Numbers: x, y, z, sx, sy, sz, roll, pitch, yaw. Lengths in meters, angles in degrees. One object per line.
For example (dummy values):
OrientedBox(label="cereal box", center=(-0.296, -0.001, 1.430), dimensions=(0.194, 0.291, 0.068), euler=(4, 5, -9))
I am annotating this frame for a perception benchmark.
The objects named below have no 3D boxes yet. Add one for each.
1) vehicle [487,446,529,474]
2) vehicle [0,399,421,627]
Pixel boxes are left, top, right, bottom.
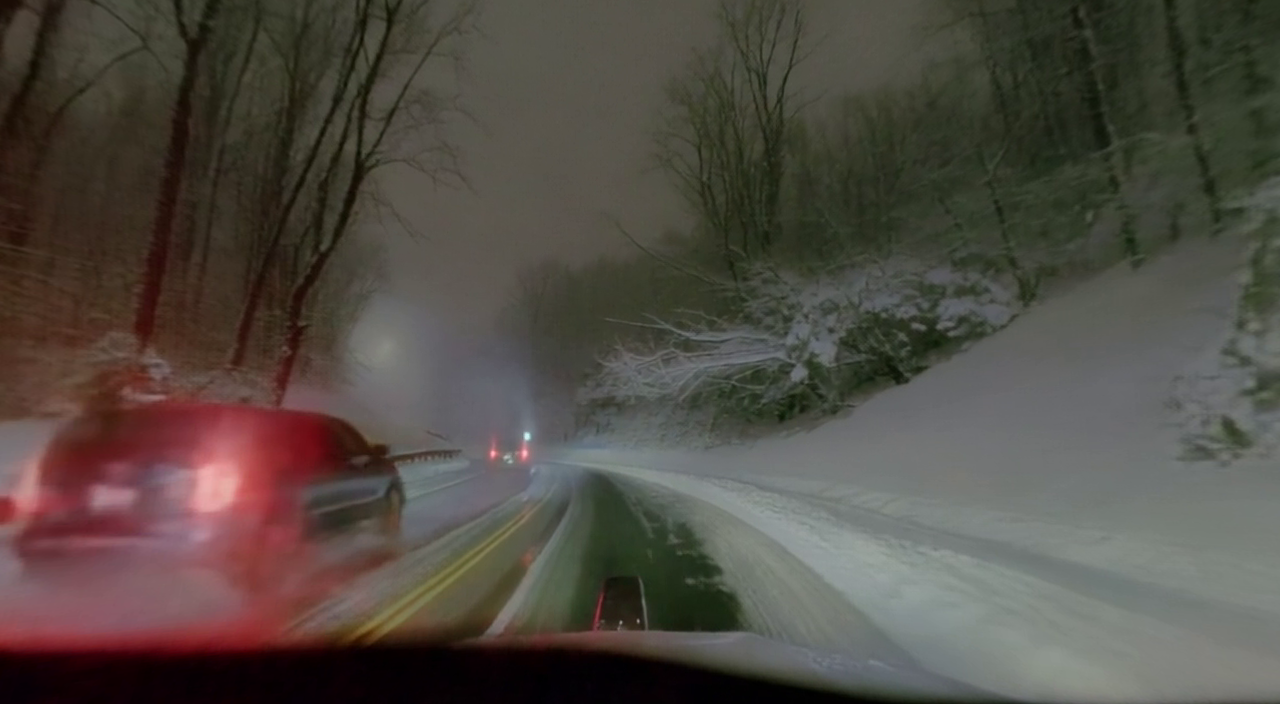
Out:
OrientedBox(label="vehicle", center=(-7.488, 6.170, 36.265), dimensions=(2.042, 1.483, 4.288), euler=(1, -9, -7))
OrientedBox(label="vehicle", center=(-4.559, 1.696, 7.782), dimensions=(2.104, 1.851, 4.992), euler=(0, -9, -2))
